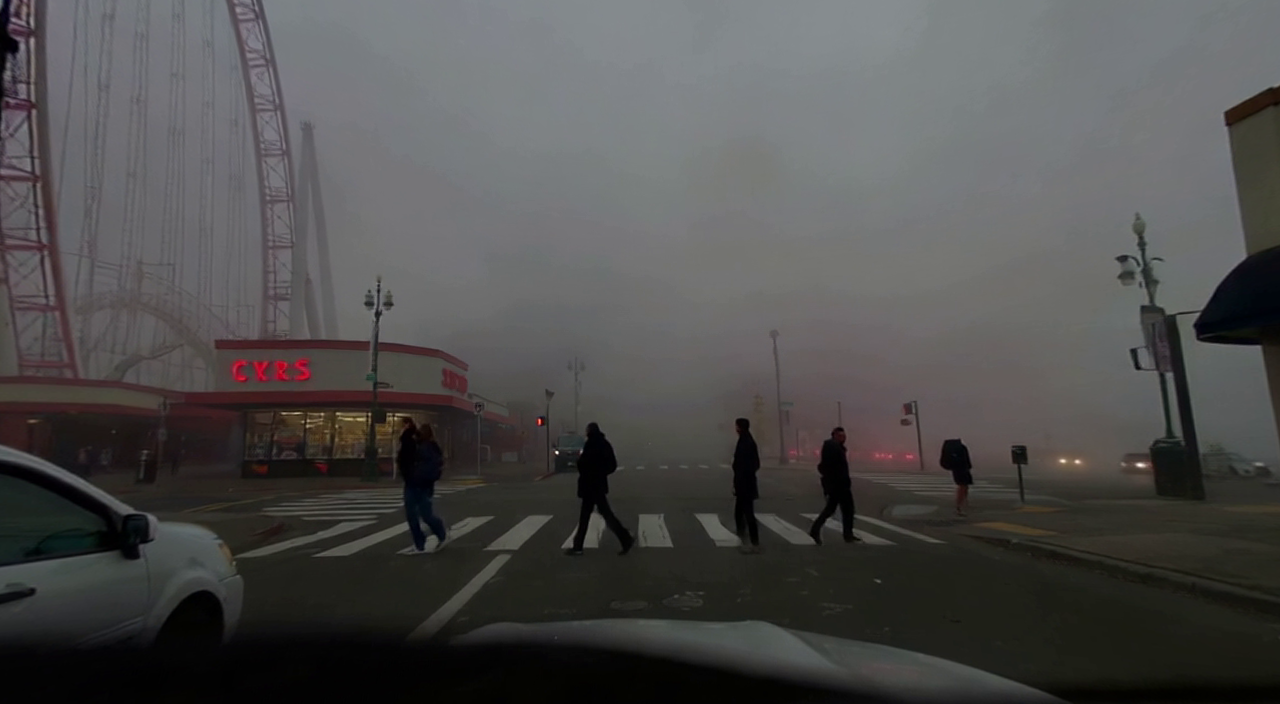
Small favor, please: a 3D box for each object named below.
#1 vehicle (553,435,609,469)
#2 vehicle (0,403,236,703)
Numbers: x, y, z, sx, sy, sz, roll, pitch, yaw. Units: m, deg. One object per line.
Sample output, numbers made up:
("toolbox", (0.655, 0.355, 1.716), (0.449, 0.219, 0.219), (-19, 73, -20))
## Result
("vehicle", (-3.875, 6.375, 40.251), (2.549, 2.000, 5.699), (2, -9, -15))
("vehicle", (-3.374, 0.785, 1.183), (1.940, 1.505, 4.676), (-1, -9, 3))
